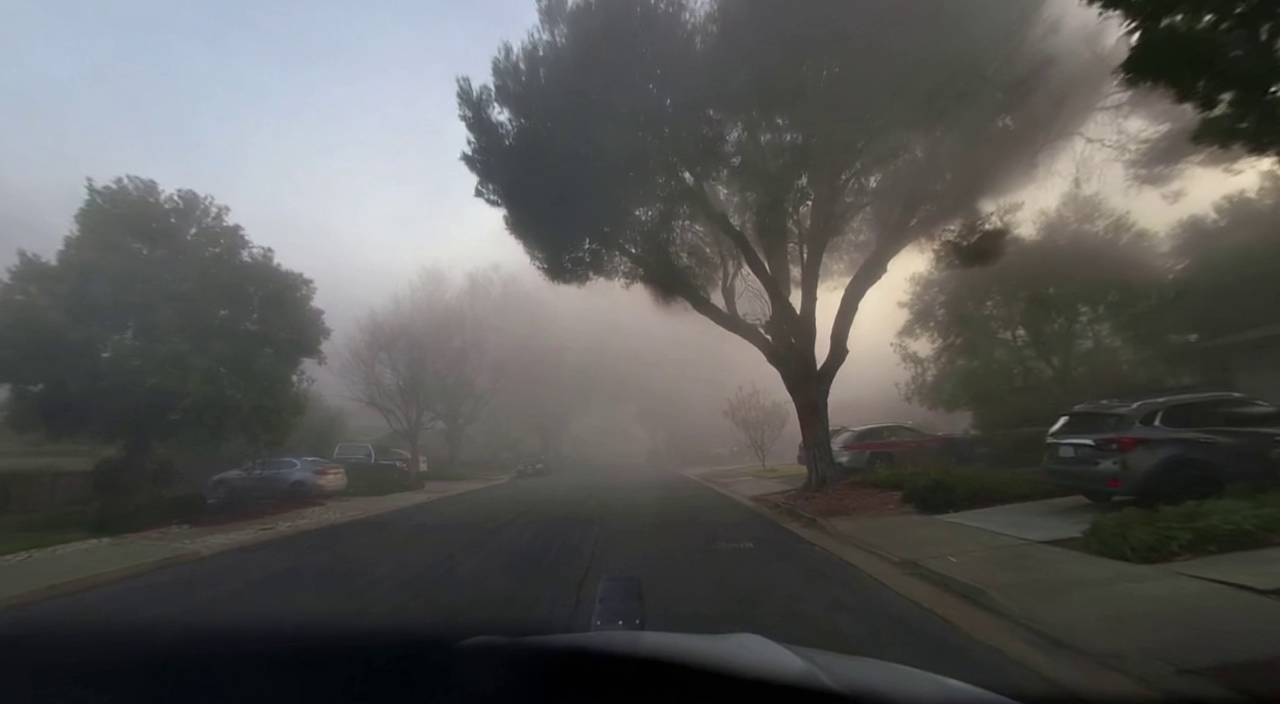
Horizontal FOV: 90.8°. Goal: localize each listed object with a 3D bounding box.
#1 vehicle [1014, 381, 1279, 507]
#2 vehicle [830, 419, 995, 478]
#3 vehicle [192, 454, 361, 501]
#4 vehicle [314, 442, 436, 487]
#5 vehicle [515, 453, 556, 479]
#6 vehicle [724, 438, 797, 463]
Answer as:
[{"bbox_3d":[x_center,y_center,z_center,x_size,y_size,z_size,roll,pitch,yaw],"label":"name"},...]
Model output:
[{"bbox_3d":[8.681,1.388,9.576,4.732,1.707,1.898,0,-9,2],"label":"vehicle"},{"bbox_3d":[8.527,3.044,20.071,4.334,1.750,1.900,0,-9,-2],"label":"vehicle"},{"bbox_3d":[-12.114,4.191,21.318,4.476,1.476,1.877,0,-9,-2],"label":"vehicle"},{"bbox_3d":[-12.406,5.272,29.848,4.753,2.028,2.079,0,-9,0],"label":"vehicle"},{"bbox_3d":[-6.389,6.998,38.907,1.878,1.496,3.535,0,-9,0],"label":"vehicle"},{"bbox_3d":[8.301,6.811,43.742,4.599,1.652,1.903,0,-9,-3],"label":"vehicle"}]
